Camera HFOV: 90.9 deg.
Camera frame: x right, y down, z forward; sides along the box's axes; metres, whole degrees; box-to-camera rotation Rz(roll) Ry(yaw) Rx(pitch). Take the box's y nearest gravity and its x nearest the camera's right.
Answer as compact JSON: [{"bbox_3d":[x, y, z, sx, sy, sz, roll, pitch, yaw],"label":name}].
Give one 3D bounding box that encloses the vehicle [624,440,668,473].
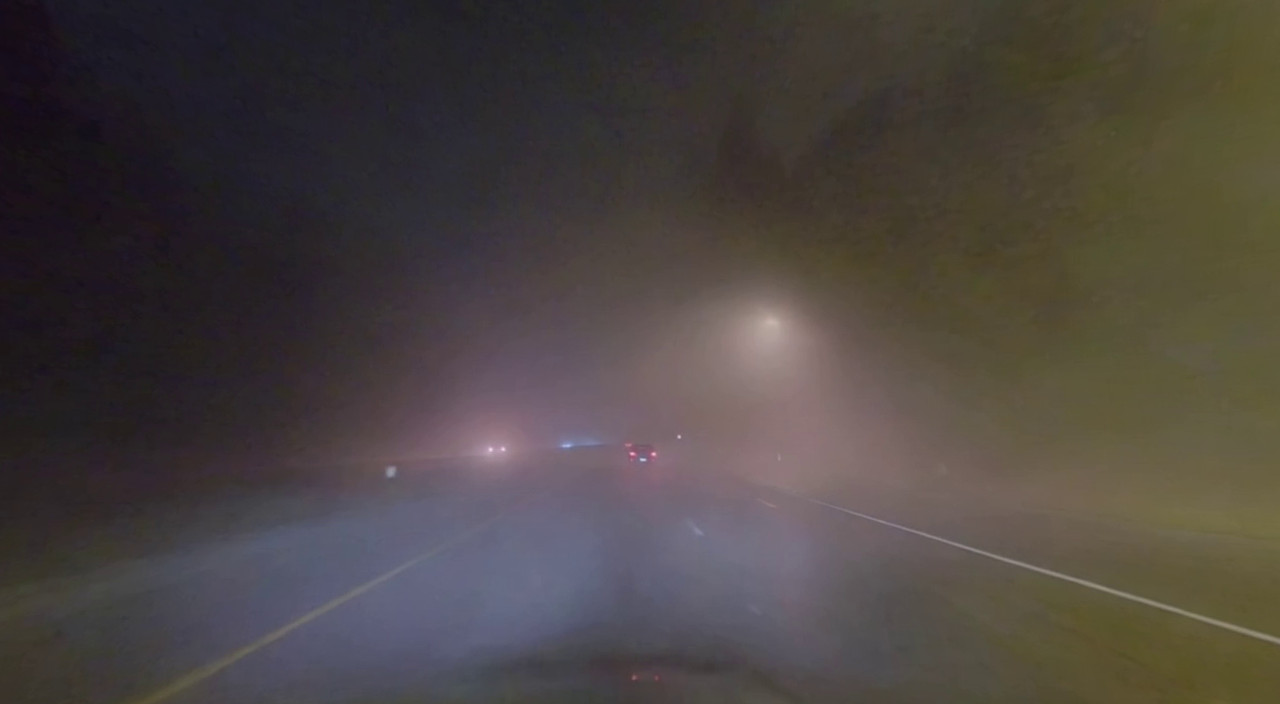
[{"bbox_3d":[0.223,5.160,31.345,1.991,1.475,4.302,0,-8,-2],"label":"vehicle"}]
